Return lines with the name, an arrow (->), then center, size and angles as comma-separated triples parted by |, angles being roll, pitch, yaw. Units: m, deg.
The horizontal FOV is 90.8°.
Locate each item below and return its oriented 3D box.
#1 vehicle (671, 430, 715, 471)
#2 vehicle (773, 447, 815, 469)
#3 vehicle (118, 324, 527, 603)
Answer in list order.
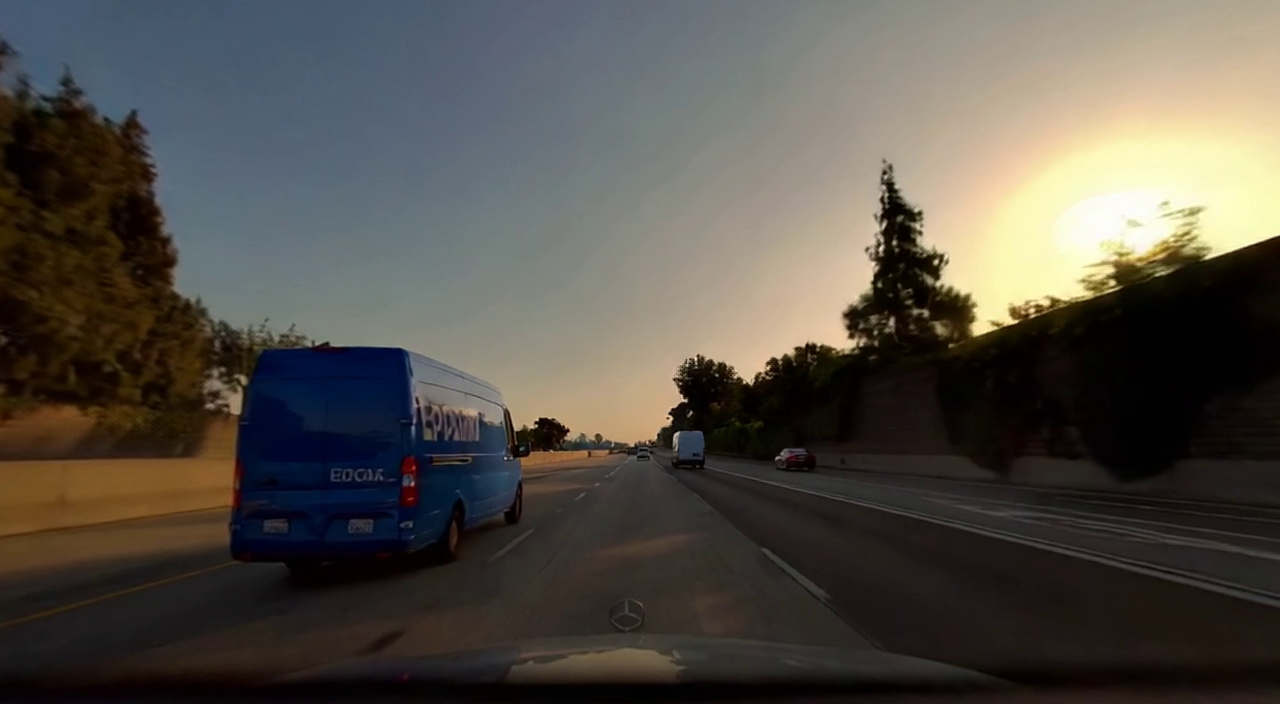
vehicle -> 3.554, 6.791, 43.436 | 2.373, 2.561, 5.922 | 0, -9, -1
vehicle -> 11.114, 7.652, 45.692 | 1.870, 1.497, 3.886 | 0, -9, -2
vehicle -> -3.410, 1.471, 8.884 | 2.409, 2.523, 6.275 | 0, -9, 0
